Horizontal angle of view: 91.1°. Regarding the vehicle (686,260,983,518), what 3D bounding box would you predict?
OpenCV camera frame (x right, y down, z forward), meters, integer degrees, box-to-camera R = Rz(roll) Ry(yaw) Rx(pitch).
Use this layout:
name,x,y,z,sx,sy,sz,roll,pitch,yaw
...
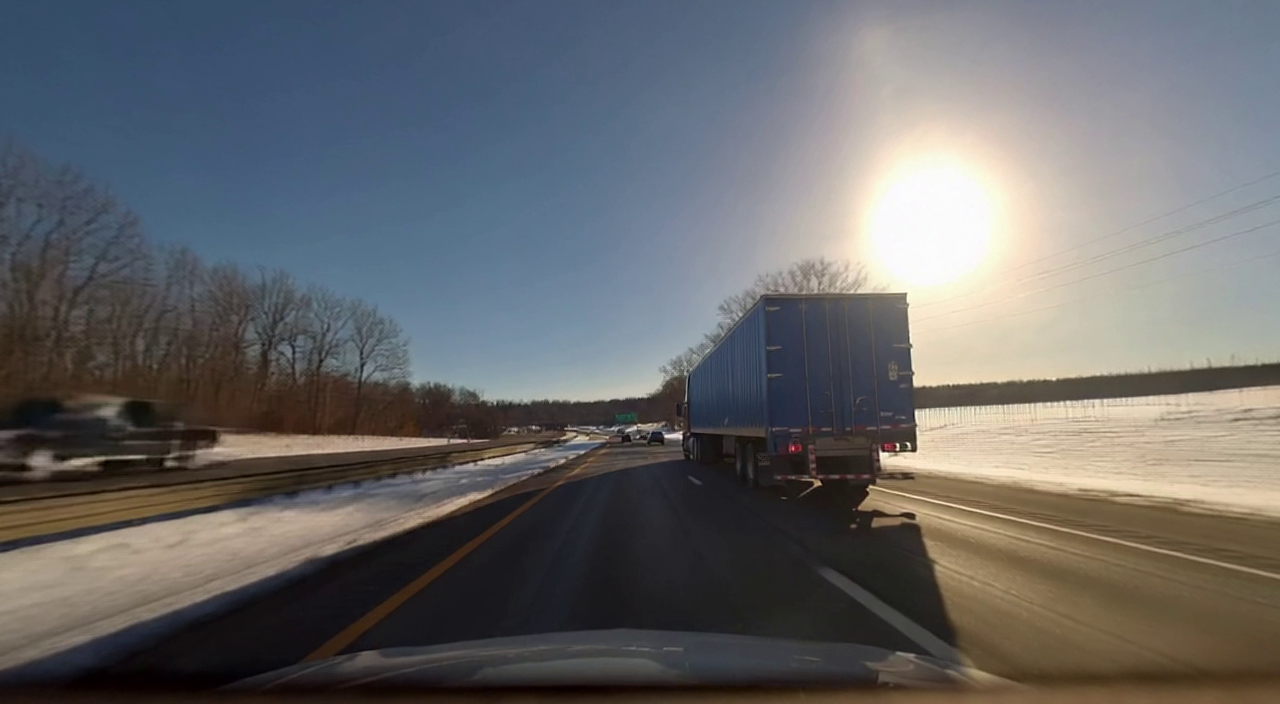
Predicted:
name,x,y,z,sx,sy,sz,roll,pitch,yaw
vehicle,3.782,1.695,18.884,3.203,4.273,17.131,0,-8,-1

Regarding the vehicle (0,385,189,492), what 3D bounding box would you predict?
name,x,y,z,sx,sy,sz,roll,pitch,yaw
vehicle,-12.619,1.870,13.647,2.101,1.924,4.804,0,-8,-1
